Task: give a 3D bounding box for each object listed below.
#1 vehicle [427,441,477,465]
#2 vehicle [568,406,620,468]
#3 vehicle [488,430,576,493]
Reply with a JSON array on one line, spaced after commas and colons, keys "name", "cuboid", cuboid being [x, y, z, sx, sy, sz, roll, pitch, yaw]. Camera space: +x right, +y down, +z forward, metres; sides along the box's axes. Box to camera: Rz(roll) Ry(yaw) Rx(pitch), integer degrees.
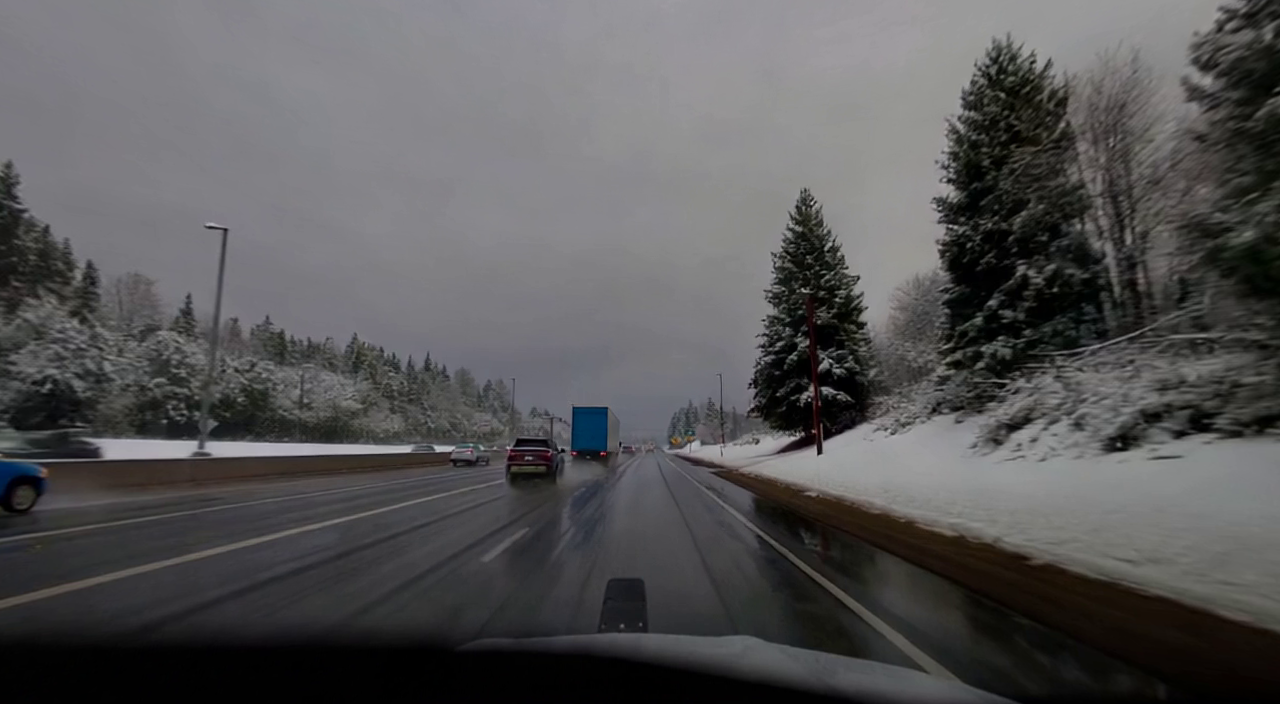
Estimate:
[{"name": "vehicle", "cuboid": [-13.625, 7.336, 45.989, 2.017, 1.685, 4.732, 0, -8, 1]}, {"name": "vehicle", "cuboid": [-3.288, 6.605, 48.488, 2.905, 4.037, 12.921, 0, -8, 1]}, {"name": "vehicle", "cuboid": [-3.415, 3.563, 20.843, 2.058, 1.840, 4.443, 0, -8, 1]}]
